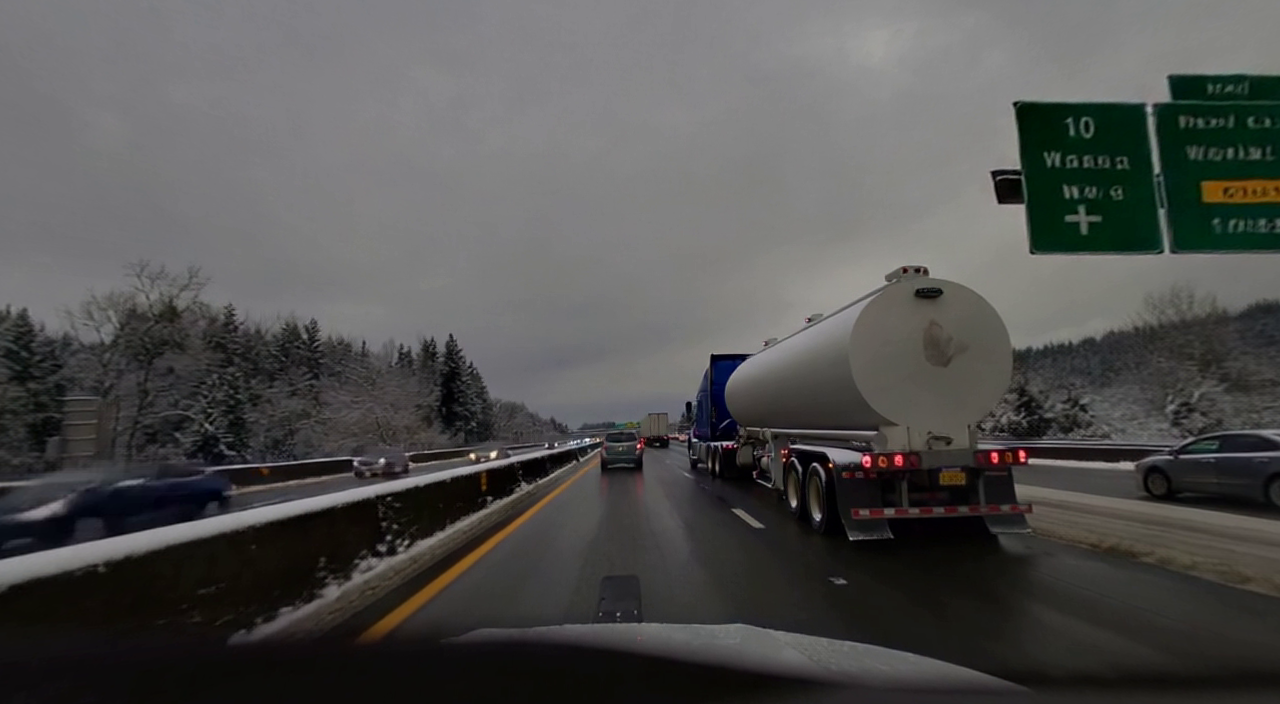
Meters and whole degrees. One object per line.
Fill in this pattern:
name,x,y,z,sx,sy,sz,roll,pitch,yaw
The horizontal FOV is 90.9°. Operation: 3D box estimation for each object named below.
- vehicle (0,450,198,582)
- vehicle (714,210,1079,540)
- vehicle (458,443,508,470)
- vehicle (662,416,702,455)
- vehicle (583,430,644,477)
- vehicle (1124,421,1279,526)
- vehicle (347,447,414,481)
vehicle,-8.555,2.121,8.476,1.894,1.483,4.624,0,-8,-1
vehicle,3.508,0.827,12.045,2.826,3.905,9.262,0,-8,-1
vehicle,-9.319,6.199,37.793,1.951,1.460,4.219,0,-8,-1
vehicle,3.146,6.378,48.289,2.475,2.782,4.986,0,-8,-3
vehicle,-0.872,3.563,22.401,2.000,1.510,3.518,0,-8,0
vehicle,9.838,1.805,9.584,1.739,1.471,3.889,0,-8,-2
vehicle,-13.127,5.650,32.180,1.905,1.541,4.030,0,-8,-4
